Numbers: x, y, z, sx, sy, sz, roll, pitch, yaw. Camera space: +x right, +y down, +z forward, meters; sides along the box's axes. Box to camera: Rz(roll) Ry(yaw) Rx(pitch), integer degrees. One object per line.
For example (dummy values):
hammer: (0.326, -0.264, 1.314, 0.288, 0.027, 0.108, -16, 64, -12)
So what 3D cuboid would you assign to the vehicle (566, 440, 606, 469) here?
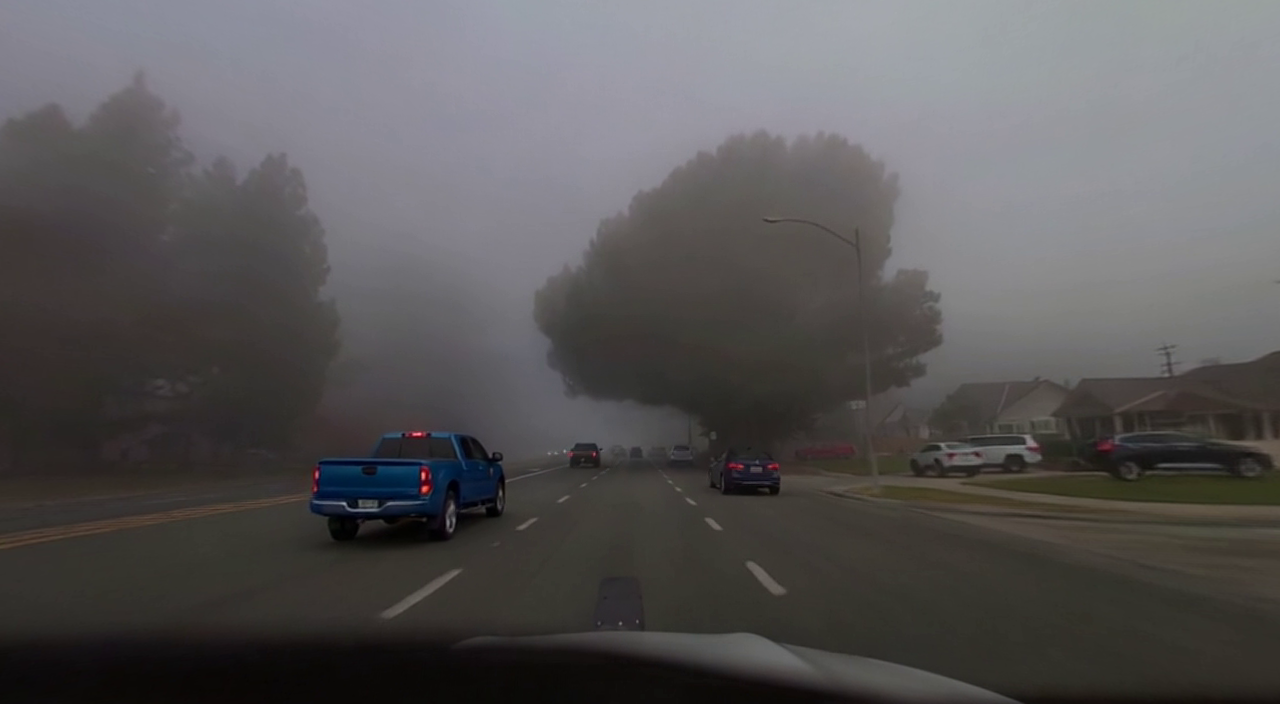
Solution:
vehicle: (-3.522, 6.764, 41.862, 2.218, 1.829, 4.492, 0, -8, 1)

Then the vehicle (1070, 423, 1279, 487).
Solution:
vehicle: (17.240, 3.294, 20.519, 1.991, 1.806, 4.902, 6, -11, -38)

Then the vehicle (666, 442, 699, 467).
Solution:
vehicle: (3.264, 8.017, 49.689, 2.099, 1.845, 4.363, 0, -8, -2)

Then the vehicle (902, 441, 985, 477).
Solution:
vehicle: (13.873, 4.888, 29.171, 1.929, 1.502, 4.177, -1, -8, 4)

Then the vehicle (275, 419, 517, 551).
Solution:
vehicle: (-3.791, 2.169, 11.163, 2.111, 1.745, 5.274, 0, -8, 1)

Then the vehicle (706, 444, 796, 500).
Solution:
vehicle: (3.182, 3.509, 18.998, 1.884, 1.463, 4.195, 0, -8, -1)

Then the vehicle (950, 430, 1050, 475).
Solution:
vehicle: (16.487, 4.680, 29.281, 2.040, 1.784, 4.533, -4, -10, 3)
